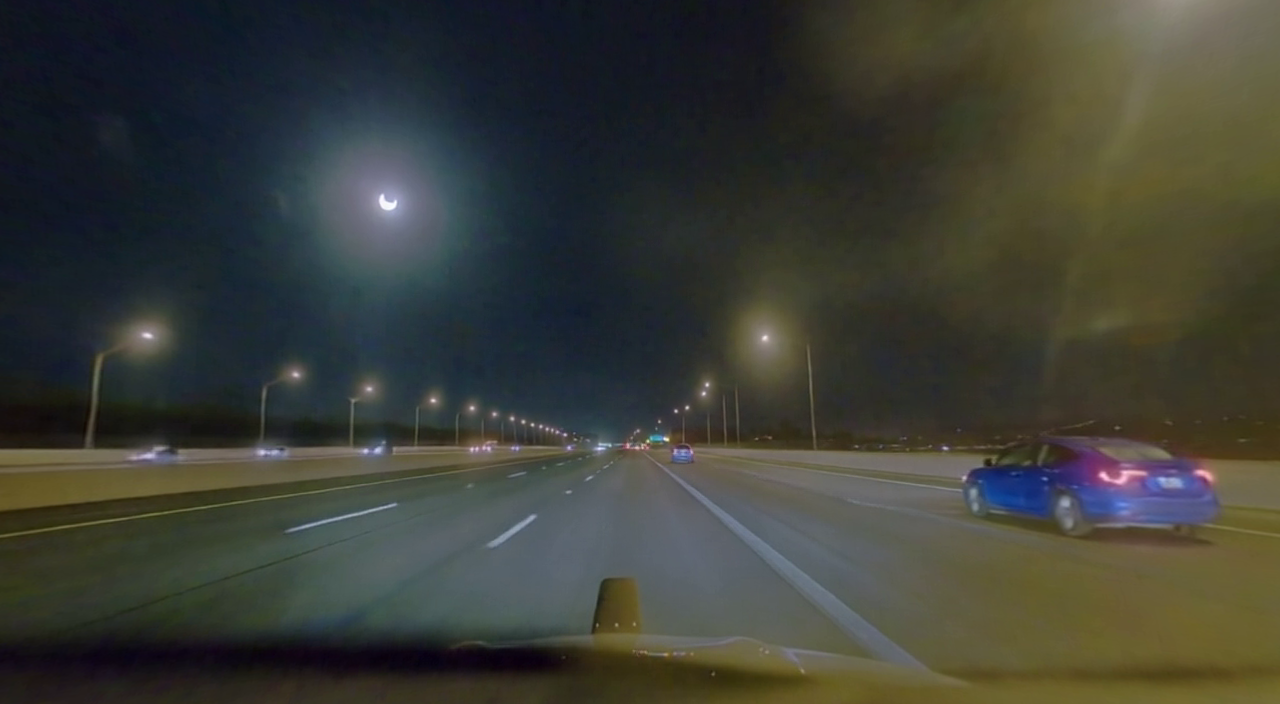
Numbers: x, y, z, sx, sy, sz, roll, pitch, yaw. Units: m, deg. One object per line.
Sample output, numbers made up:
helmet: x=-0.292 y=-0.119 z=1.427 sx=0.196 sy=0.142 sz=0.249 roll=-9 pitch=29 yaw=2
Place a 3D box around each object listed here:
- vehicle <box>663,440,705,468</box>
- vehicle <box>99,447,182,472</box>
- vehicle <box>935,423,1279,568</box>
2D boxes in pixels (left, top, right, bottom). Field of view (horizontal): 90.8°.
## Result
vehicle: x=2.639 y=6.254 z=38.963 sx=2.270 sy=1.615 sz=3.770 roll=0 pitch=-8 yaw=-1
vehicle: x=-36.464 y=7.832 z=46.304 sx=2.247 sy=1.650 sz=4.739 roll=0 pitch=-8 yaw=0
vehicle: x=6.720 y=1.900 z=9.313 sx=2.227 sy=1.522 sz=5.041 roll=0 pitch=-8 yaw=-1
